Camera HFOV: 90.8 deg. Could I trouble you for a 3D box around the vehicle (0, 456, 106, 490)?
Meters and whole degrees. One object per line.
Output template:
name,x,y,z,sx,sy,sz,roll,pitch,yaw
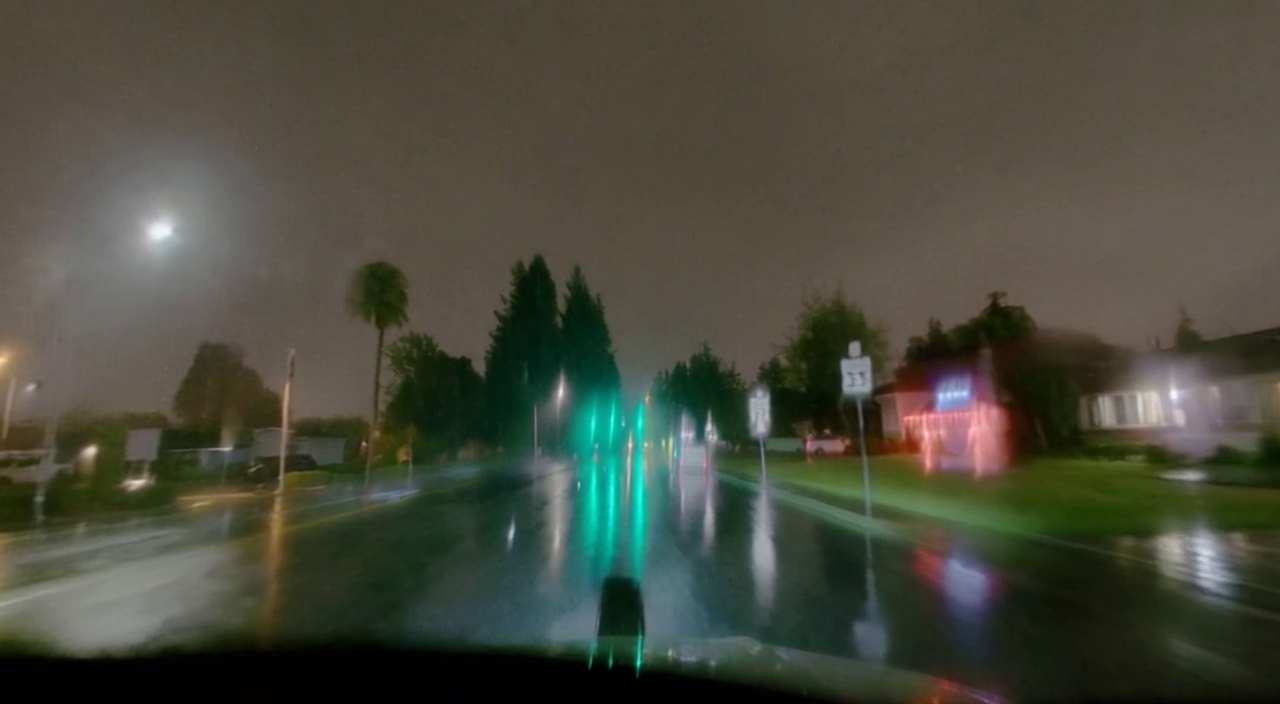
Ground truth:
vehicle,-35.836,7.305,38.537,2.007,1.822,4.919,0,-9,2

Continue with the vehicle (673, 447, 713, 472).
vehicle,3.317,6.804,40.255,2.080,1.503,4.821,0,-9,0

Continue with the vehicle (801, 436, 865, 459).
vehicle,14.701,7.311,48.305,4.290,1.717,2.013,-1,-9,5
